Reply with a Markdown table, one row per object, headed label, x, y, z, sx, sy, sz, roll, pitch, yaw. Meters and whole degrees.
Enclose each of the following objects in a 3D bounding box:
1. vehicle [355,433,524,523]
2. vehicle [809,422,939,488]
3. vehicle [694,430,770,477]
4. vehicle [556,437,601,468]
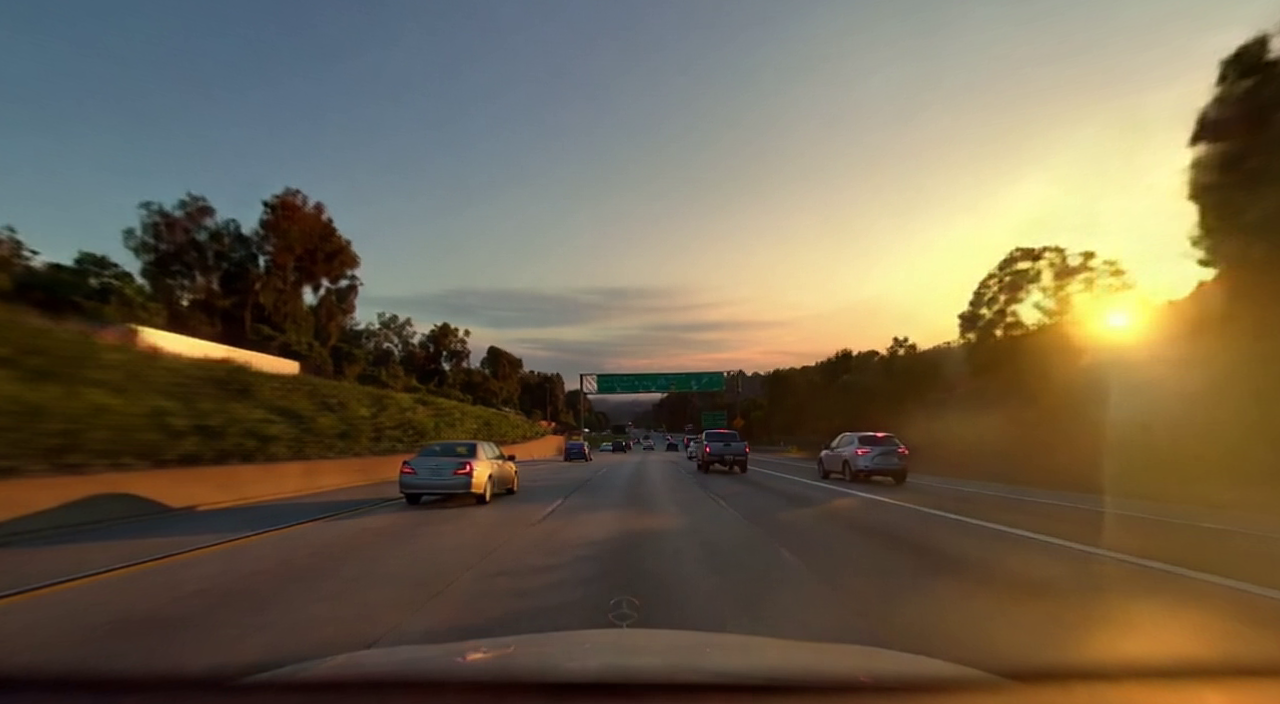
| label | x | y | z | sx | sy | sz | roll | pitch | yaw |
| --- | --- | --- | --- | --- | --- | --- | --- | --- | --- |
| vehicle | -3.735 | 2.419 | 12.642 | 1.978 | 1.473 | 4.073 | 0 | -9 | 1 |
| vehicle | 7.826 | 3.529 | 21.873 | 2.291 | 1.968 | 5.662 | 0 | -9 | 0 |
| vehicle | 4.058 | 4.610 | 28.943 | 2.517 | 1.935 | 5.552 | 0 | -9 | -1 |
| vehicle | -3.402 | 5.625 | 35.475 | 2.020 | 1.628 | 4.248 | 0 | -8 | 1 |
